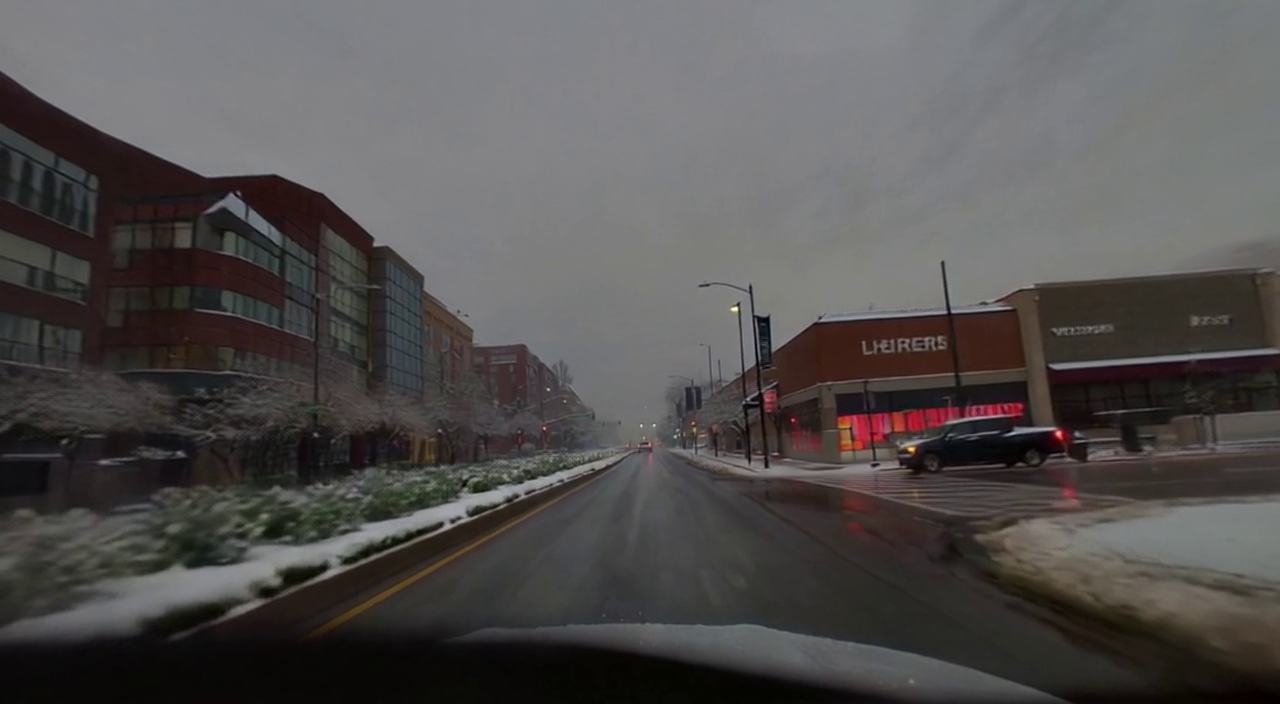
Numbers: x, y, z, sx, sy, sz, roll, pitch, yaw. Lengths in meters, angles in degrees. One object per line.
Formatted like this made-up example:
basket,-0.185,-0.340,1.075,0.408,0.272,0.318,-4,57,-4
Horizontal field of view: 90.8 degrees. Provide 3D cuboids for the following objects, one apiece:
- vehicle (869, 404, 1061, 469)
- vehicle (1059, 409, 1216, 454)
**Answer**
vehicle,9.737,2.626,19.403,4.694,1.826,2.226,-2,-8,11
vehicle,17.876,2.950,23.059,1.858,1.480,4.658,0,-8,-2
